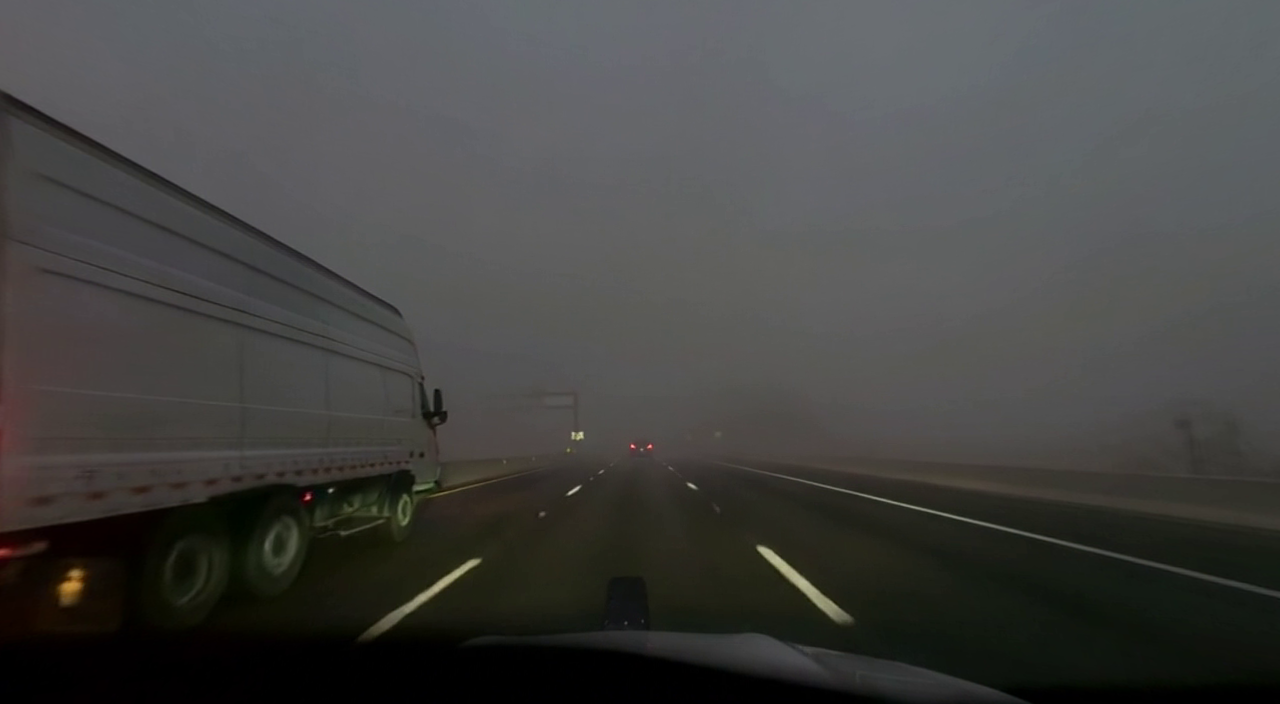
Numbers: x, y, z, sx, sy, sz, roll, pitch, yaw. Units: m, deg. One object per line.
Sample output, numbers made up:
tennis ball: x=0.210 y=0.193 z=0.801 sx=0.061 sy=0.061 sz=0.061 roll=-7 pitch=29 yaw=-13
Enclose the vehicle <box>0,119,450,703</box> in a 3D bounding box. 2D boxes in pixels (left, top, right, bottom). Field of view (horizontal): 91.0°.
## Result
vehicle: x=-3.924 y=0.747 z=5.490 sx=2.443 sy=2.586 sz=6.701 roll=0 pitch=-8 yaw=0
